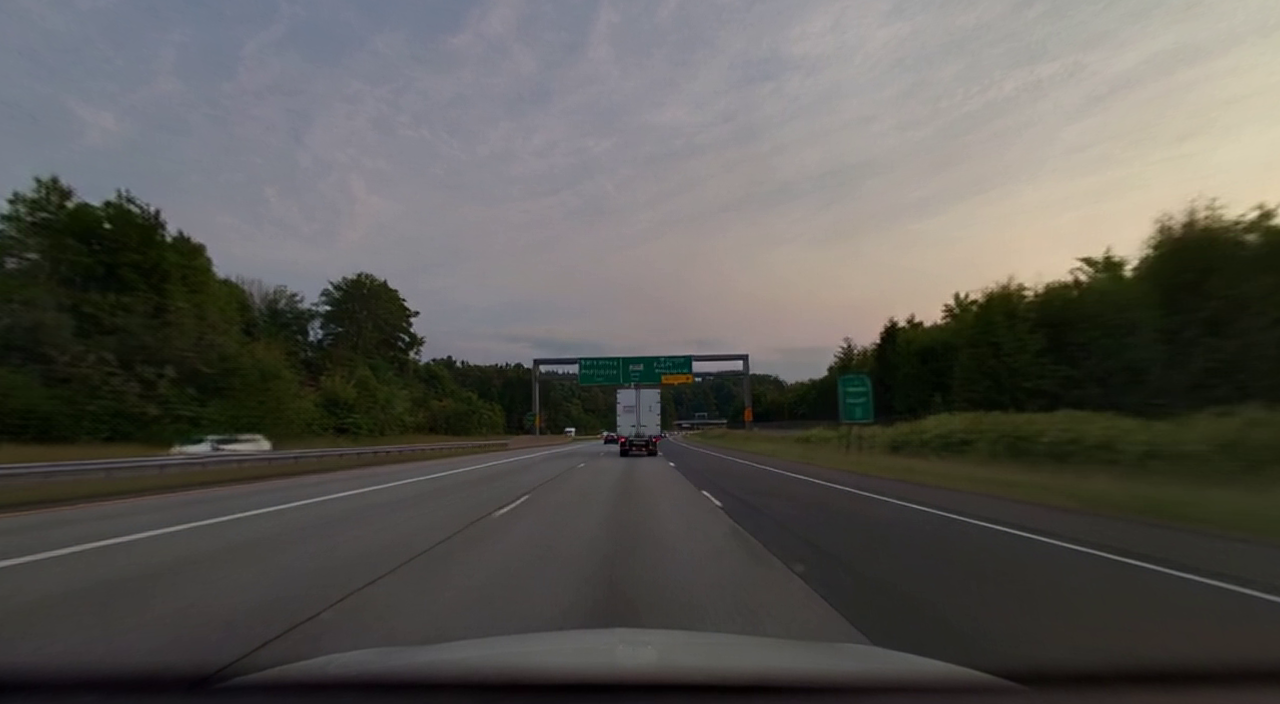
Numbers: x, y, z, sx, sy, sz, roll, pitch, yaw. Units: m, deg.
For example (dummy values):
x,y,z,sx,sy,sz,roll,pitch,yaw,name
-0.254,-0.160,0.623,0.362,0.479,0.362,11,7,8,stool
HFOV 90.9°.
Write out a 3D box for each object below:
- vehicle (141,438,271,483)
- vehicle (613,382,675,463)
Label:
x,y,z,sx,sy,sz,roll,pitch,yaw,name
-17.770,4.426,26.137,2.091,1.672,4.610,0,-8,1,vehicle
0.114,3.838,33.385,2.855,3.741,8.587,0,-8,-1,vehicle
